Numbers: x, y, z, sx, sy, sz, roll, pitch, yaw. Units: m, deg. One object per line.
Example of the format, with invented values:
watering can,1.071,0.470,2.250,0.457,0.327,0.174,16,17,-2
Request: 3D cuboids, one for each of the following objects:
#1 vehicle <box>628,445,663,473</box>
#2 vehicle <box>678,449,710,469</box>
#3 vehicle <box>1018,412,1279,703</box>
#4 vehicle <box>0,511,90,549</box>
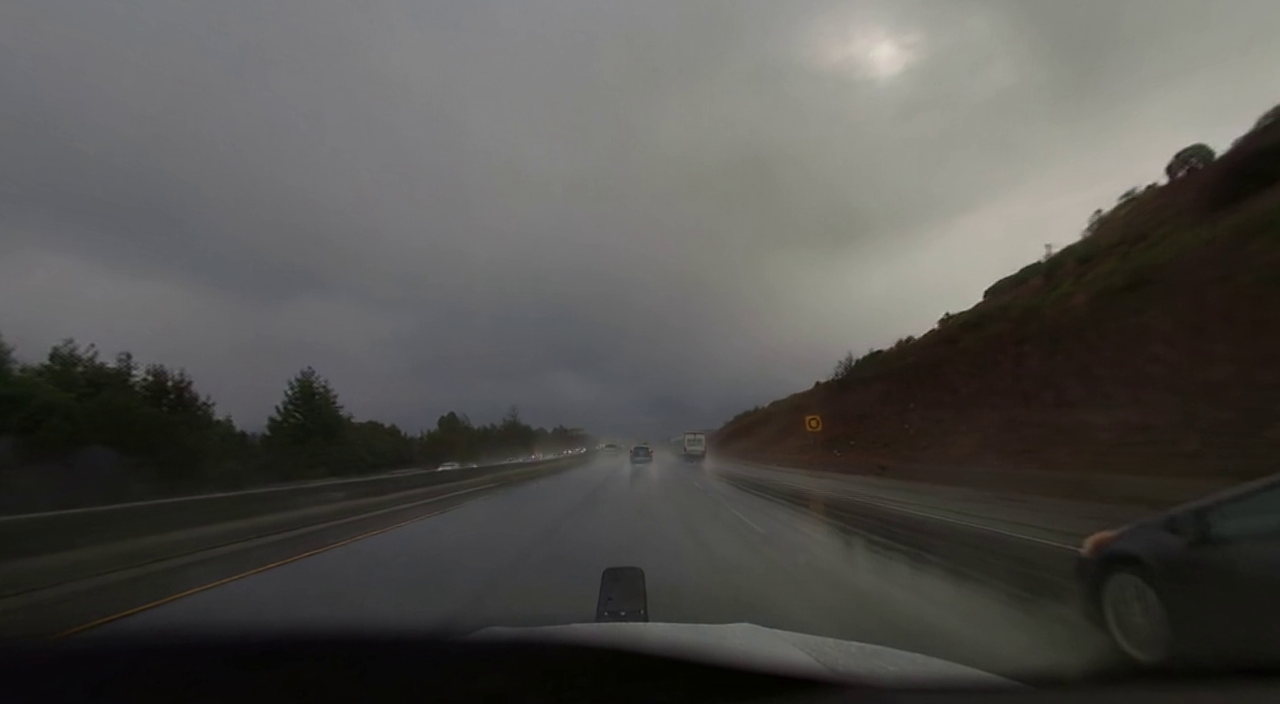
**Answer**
vehicle,0.310,6.441,38.174,1.986,1.576,4.312,0,-9,0
vehicle,3.958,7.909,46.662,1.976,1.352,3.602,0,-9,0
vehicle,3.778,0.960,2.317,2.020,1.500,4.416,0,-9,0
vehicle,-32.258,9.513,33.955,1.678,1.496,3.845,0,-9,1
